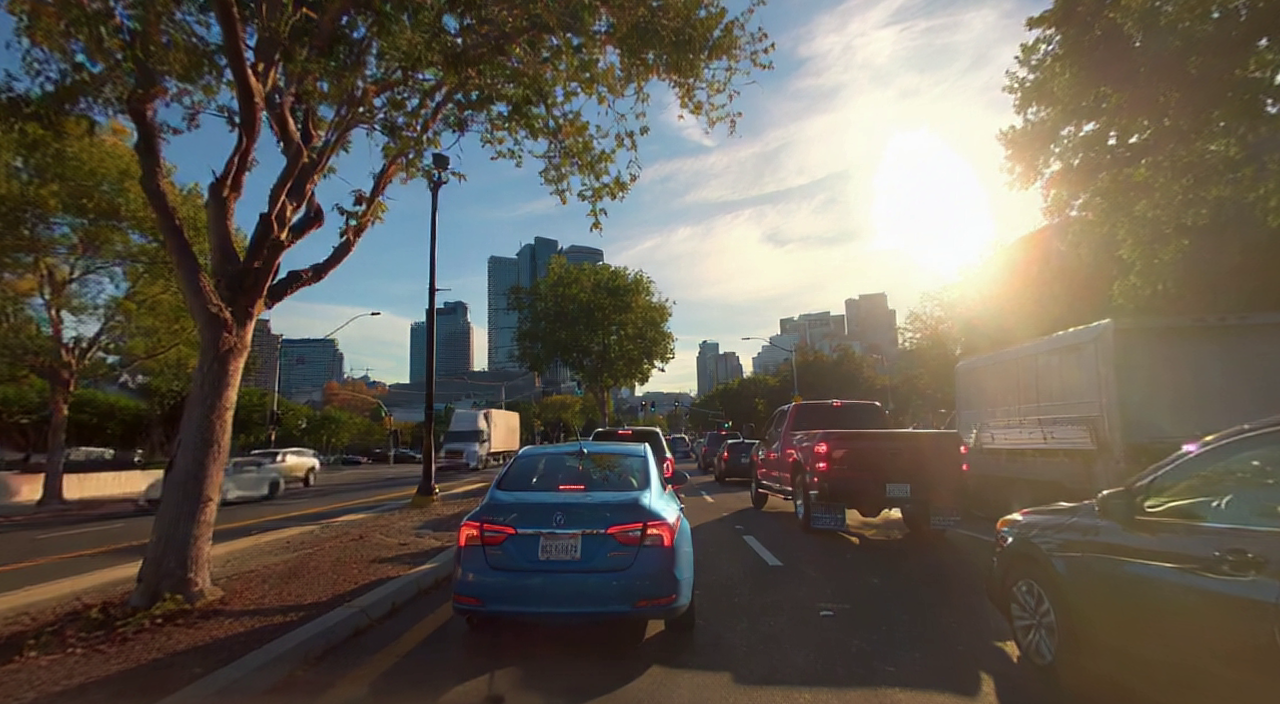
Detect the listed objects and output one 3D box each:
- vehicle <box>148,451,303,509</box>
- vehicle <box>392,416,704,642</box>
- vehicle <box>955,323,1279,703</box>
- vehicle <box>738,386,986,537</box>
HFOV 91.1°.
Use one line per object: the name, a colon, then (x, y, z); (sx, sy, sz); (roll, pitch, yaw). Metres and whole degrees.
vehicle: (-12.544, 3.858, 19.388); (1.907, 1.522, 4.115); (0, -9, 1)
vehicle: (-0.565, 1.498, 6.324); (2.111, 1.506, 4.018); (0, -8, 2)
vehicle: (3.166, 0.754, 2.057); (1.982, 1.709, 4.427); (0, -9, 1)
vehicle: (3.538, 1.950, 11.677); (2.444, 2.098, 5.766); (0, -9, -1)
